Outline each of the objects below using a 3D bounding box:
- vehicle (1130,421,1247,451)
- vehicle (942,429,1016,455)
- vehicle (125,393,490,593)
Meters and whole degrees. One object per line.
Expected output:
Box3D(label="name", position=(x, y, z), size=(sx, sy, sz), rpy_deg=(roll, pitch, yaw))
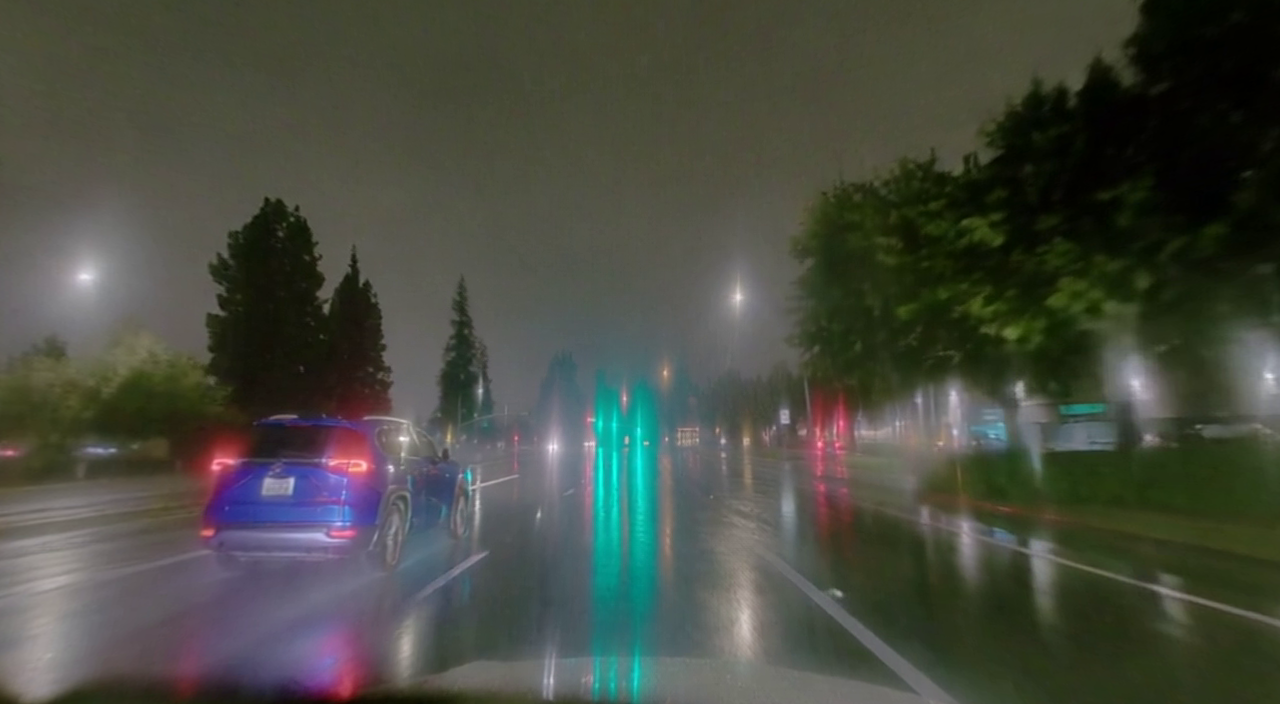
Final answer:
Box3D(label="vehicle", position=(39.042, 6.067, 45.040), size=(2.117, 2.004, 5.795), rpy_deg=(2, -9, -22))
Box3D(label="vehicle", position=(23.258, 6.163, 43.260), size=(4.000, 1.458, 1.640), rpy_deg=(-5, -6, 0))
Box3D(label="vehicle", position=(-3.414, 1.546, 7.753), size=(2.033, 1.713, 4.503), rpy_deg=(0, -8, 0))
